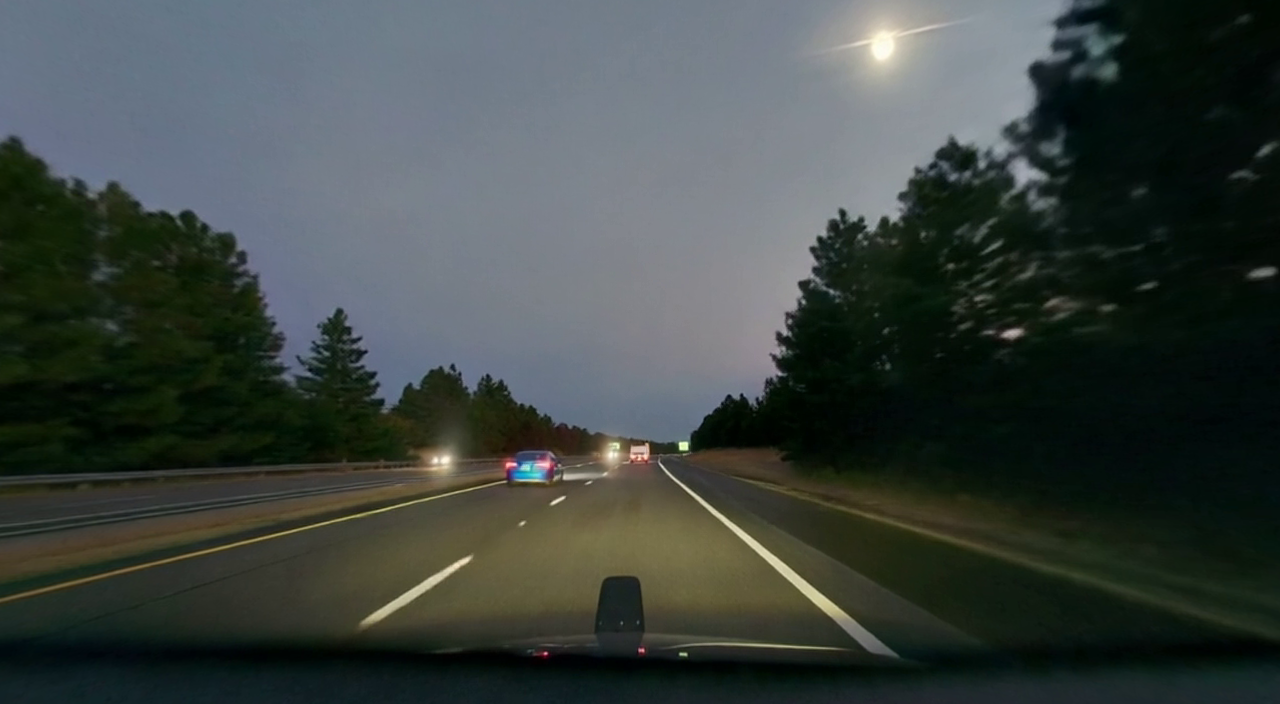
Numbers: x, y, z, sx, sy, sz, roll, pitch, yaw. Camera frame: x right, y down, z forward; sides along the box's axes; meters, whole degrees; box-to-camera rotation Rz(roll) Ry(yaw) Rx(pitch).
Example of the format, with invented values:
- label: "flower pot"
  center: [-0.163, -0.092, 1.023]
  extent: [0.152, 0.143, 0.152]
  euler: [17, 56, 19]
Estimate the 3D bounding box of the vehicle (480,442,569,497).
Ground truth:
- label: "vehicle"
  center: [-3.621, 3.765, 20.609]
  extent: [2.088, 1.586, 4.000]
  euler: [0, -9, 1]
